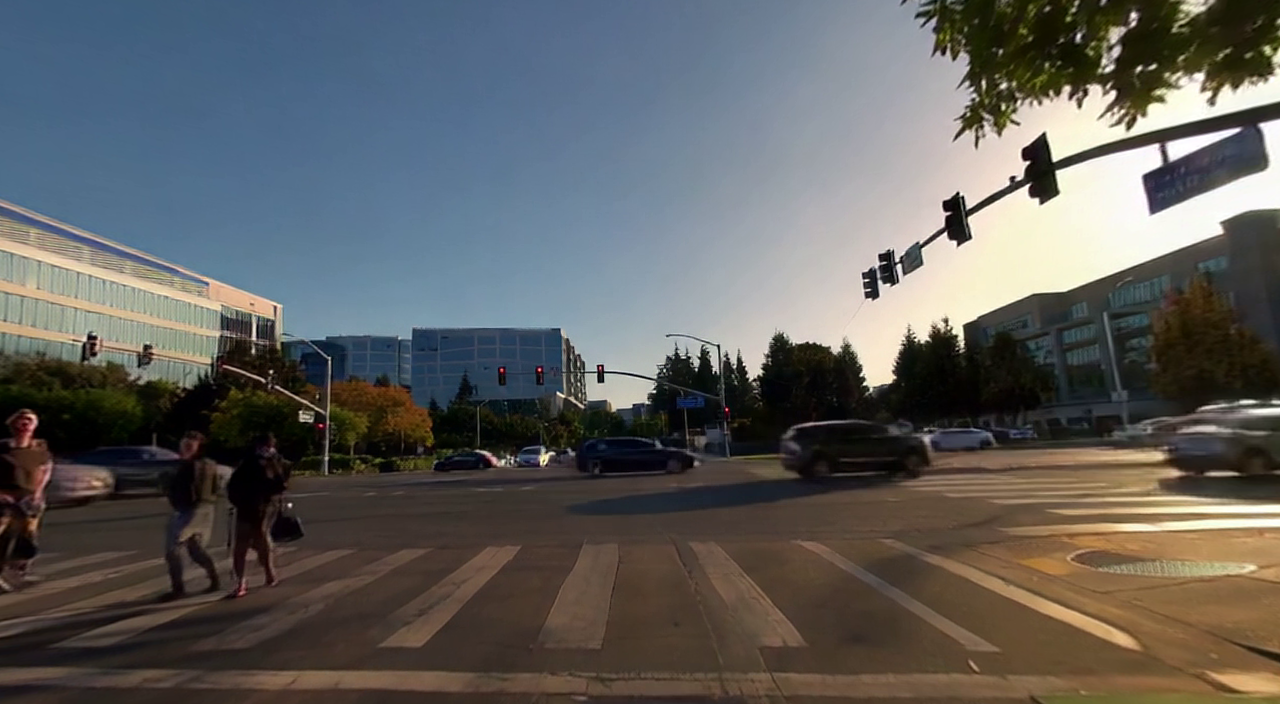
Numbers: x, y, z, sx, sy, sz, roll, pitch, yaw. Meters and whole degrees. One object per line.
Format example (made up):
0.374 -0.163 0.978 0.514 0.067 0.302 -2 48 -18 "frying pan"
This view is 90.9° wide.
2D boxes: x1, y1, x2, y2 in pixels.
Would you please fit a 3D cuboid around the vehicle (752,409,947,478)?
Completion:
5.556 2.538 17.371 4.673 1.740 2.150 -1 -9 6 "vehicle"

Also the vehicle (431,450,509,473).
-11.243 7.236 41.763 4.608 1.481 1.815 -1 -9 6 "vehicle"

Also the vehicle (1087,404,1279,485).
12.032 1.824 12.494 4.715 1.472 1.905 -1 -9 6 "vehicle"

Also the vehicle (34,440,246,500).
-15.415 3.637 19.624 4.972 1.696 2.148 -1 -9 6 "vehicle"

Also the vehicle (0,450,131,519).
-15.477 3.170 15.344 4.808 1.517 1.806 -1 -9 6 "vehicle"

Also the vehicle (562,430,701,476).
-0.218 3.478 21.749 4.606 1.479 1.821 -1 -9 6 "vehicle"
